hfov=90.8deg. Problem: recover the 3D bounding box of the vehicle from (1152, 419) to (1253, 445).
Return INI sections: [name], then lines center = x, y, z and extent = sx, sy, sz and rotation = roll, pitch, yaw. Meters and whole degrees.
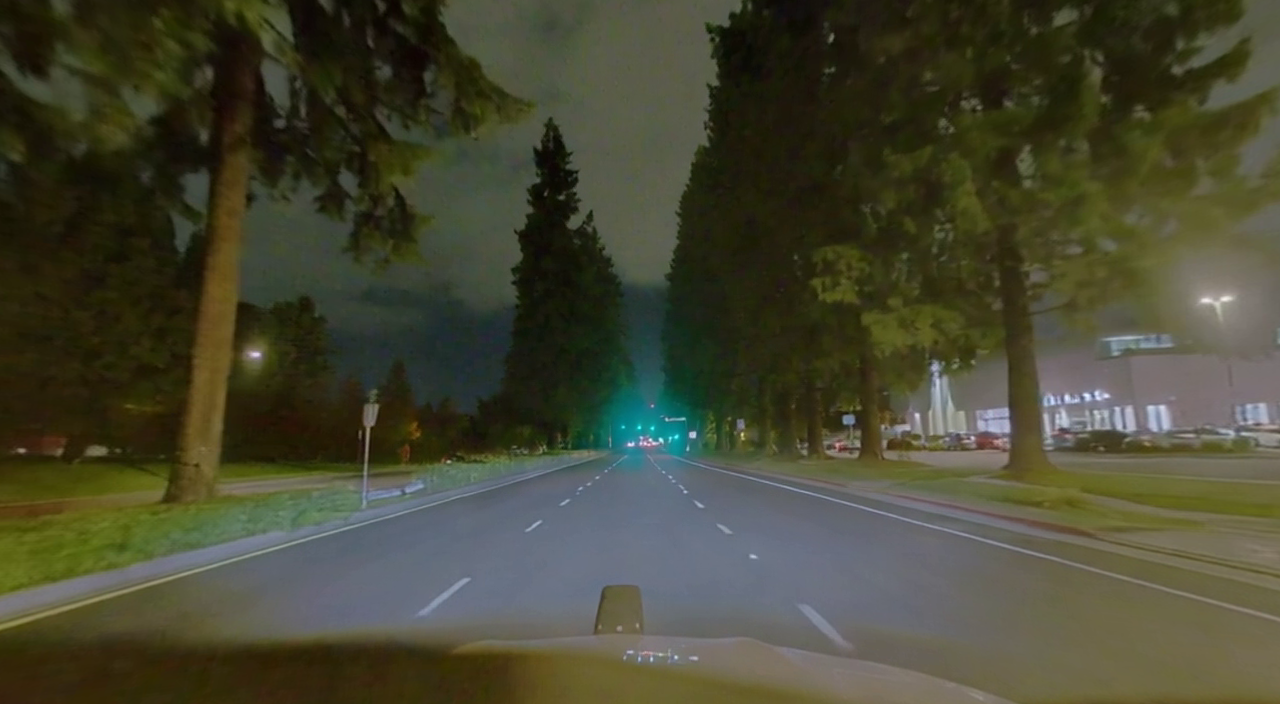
[vehicle]
center = 34.109, 4.931, 38.496
extent = 1.850, 1.490, 4.701
rotation = -1, -8, 1
